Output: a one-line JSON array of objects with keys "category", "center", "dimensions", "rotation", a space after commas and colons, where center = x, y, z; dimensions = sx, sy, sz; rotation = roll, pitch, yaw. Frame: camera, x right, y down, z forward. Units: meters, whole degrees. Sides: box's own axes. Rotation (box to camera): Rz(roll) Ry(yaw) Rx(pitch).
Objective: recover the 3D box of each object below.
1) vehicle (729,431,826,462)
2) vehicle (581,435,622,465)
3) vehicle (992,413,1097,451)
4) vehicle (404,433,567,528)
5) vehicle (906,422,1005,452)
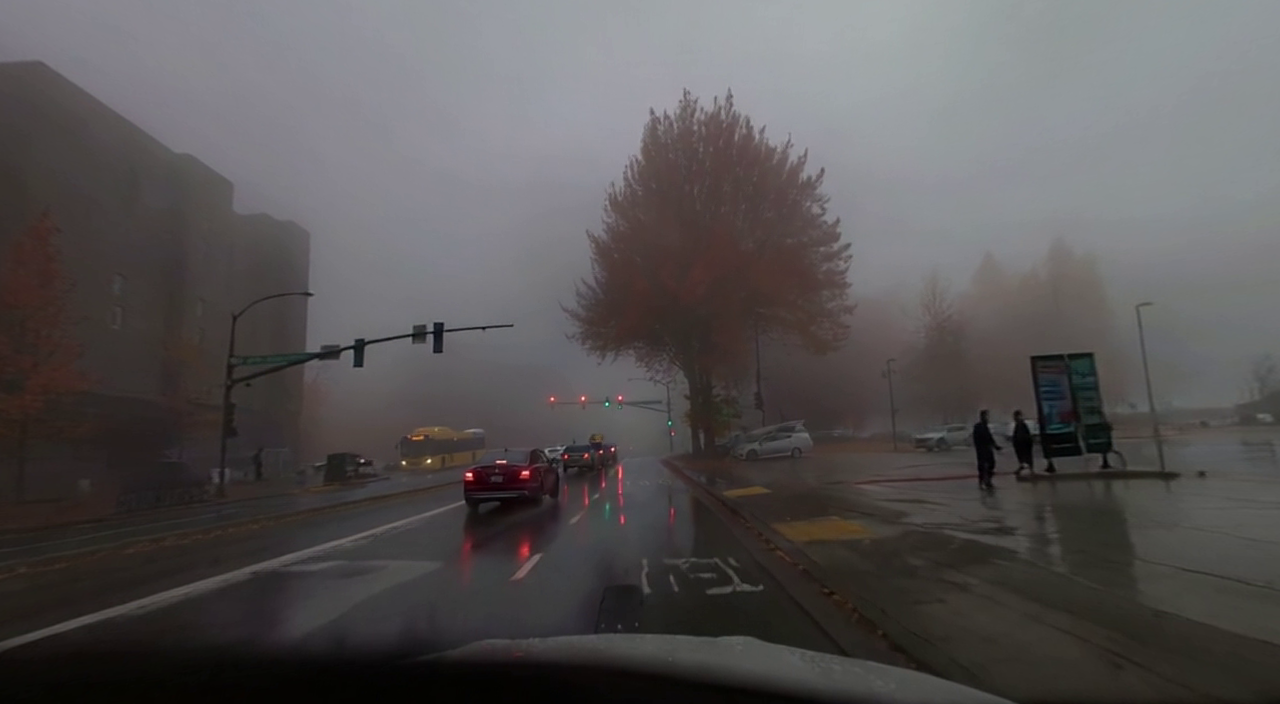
[{"category": "vehicle", "center": [7.593, 5.270, 35.045], "dimensions": [4.894, 1.451, 2.089], "rotation": [-3, -8, 1]}, {"category": "vehicle", "center": [-2.341, 6.129, 39.030], "dimensions": [2.365, 1.751, 3.904], "rotation": [0, -9, 0]}, {"category": "vehicle", "center": [21.135, 4.198, 32.860], "dimensions": [4.172, 1.687, 1.773], "rotation": [-4, -9, -1]}, {"category": "vehicle", "center": [-2.745, 2.404, 12.231], "dimensions": [2.092, 1.507, 4.078], "rotation": [0, -9, 1]}, {"category": "vehicle", "center": [16.531, 4.515, 32.965], "dimensions": [4.064, 1.507, 2.078], "rotation": [0, -9, 1]}]
